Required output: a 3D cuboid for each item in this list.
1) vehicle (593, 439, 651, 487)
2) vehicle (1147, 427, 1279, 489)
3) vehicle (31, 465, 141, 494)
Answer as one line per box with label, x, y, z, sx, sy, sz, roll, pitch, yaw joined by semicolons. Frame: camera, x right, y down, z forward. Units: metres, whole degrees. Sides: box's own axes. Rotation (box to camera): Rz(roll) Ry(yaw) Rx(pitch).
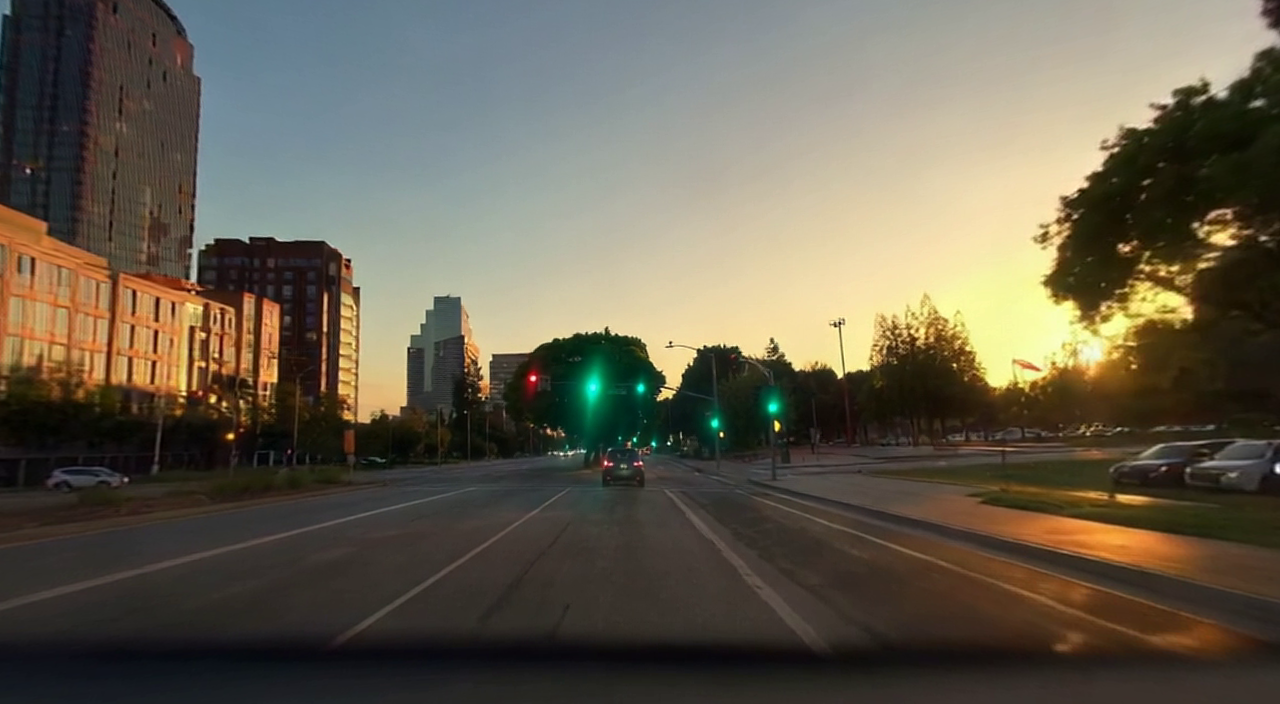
vehicle;-0.700;4.403;25.325;2.130;1.711;4.038;0;-9;-1
vehicle;16.888;2.879;17.317;4.129;1.569;2.103;0;-9;0
vehicle;-34.996;8.047;39.986;4.884;1.736;2.049;0;-9;-1
